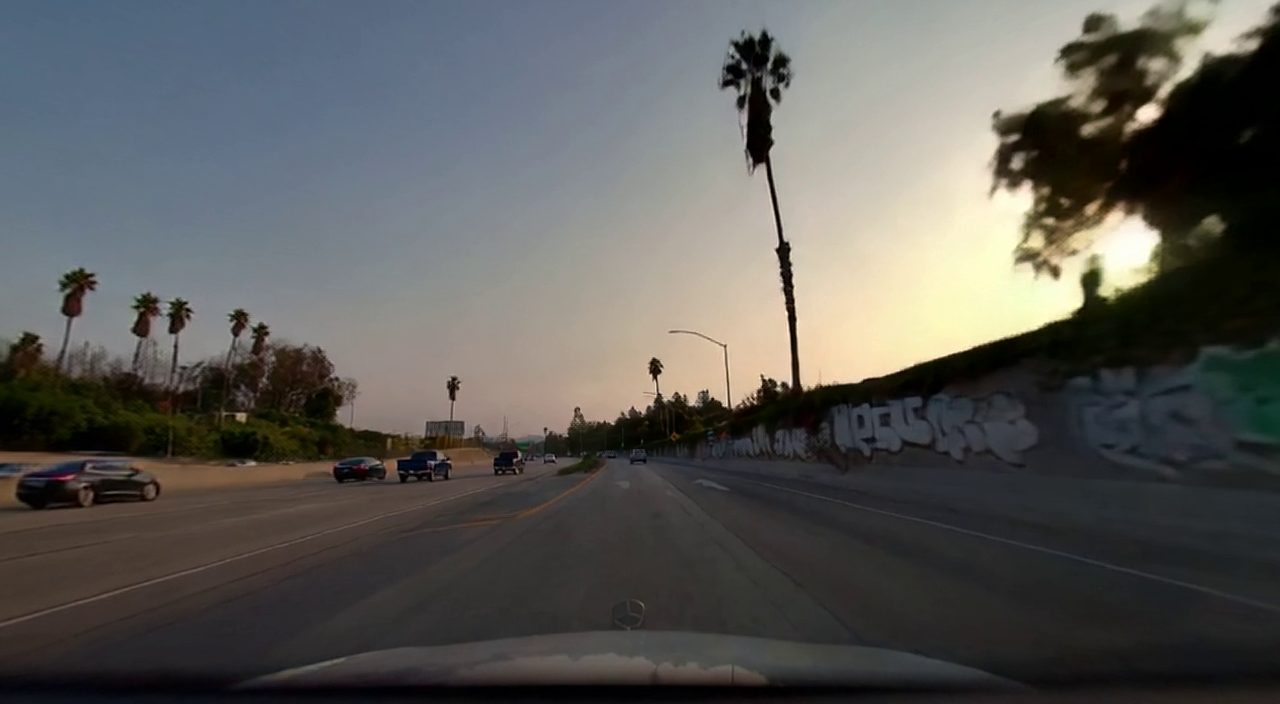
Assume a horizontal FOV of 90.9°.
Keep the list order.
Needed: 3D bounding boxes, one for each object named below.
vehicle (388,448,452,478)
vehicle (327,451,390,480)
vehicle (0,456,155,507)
[{"bbox_3d":[-14.928,7.563,43.235,2.272,1.882,5.941,0,-9,-1],"label":"vehicle"},{"bbox_3d":[-18.799,7.583,42.400,2.078,1.802,4.723,0,-9,-1],"label":"vehicle"},{"bbox_3d":[-22.803,5.143,25.596,2.158,1.795,5.013,0,-9,0],"label":"vehicle"}]
